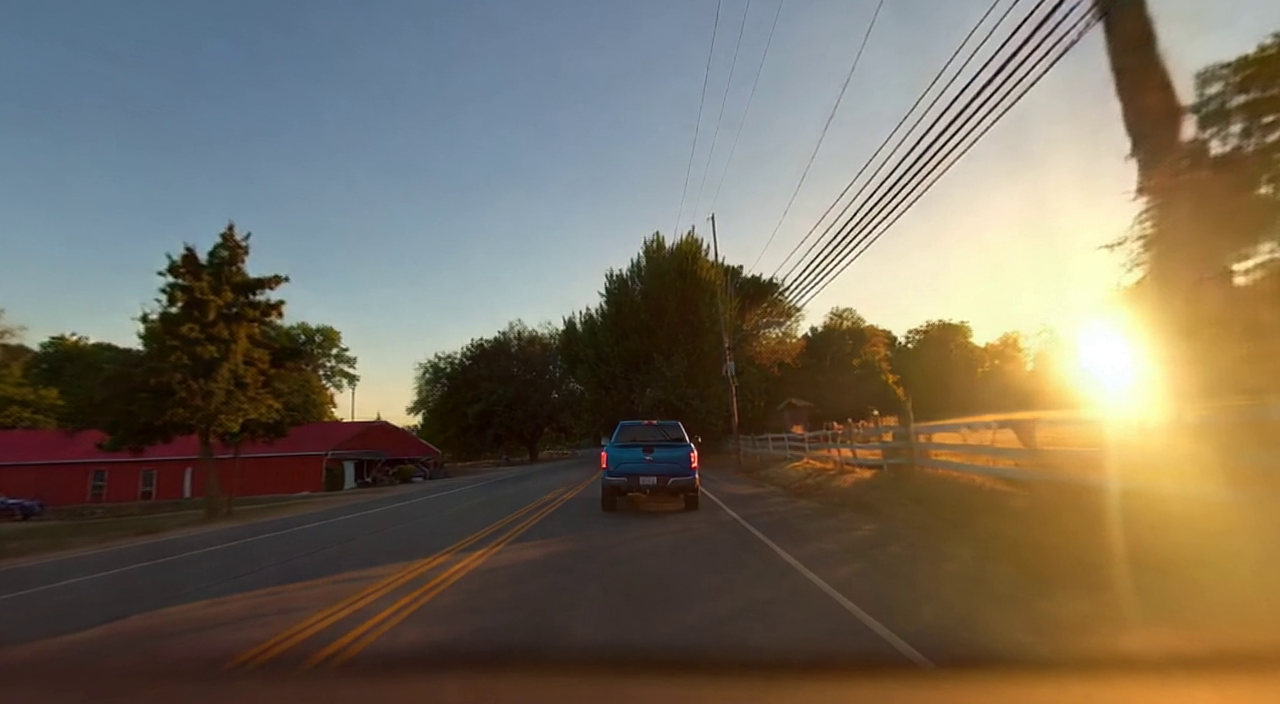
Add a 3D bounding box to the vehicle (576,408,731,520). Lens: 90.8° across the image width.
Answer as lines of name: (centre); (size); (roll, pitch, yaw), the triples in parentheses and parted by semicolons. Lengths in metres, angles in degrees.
vehicle: (0.207, 2.429, 14.296); (2.693, 1.941, 6.356); (0, -8, -1)
